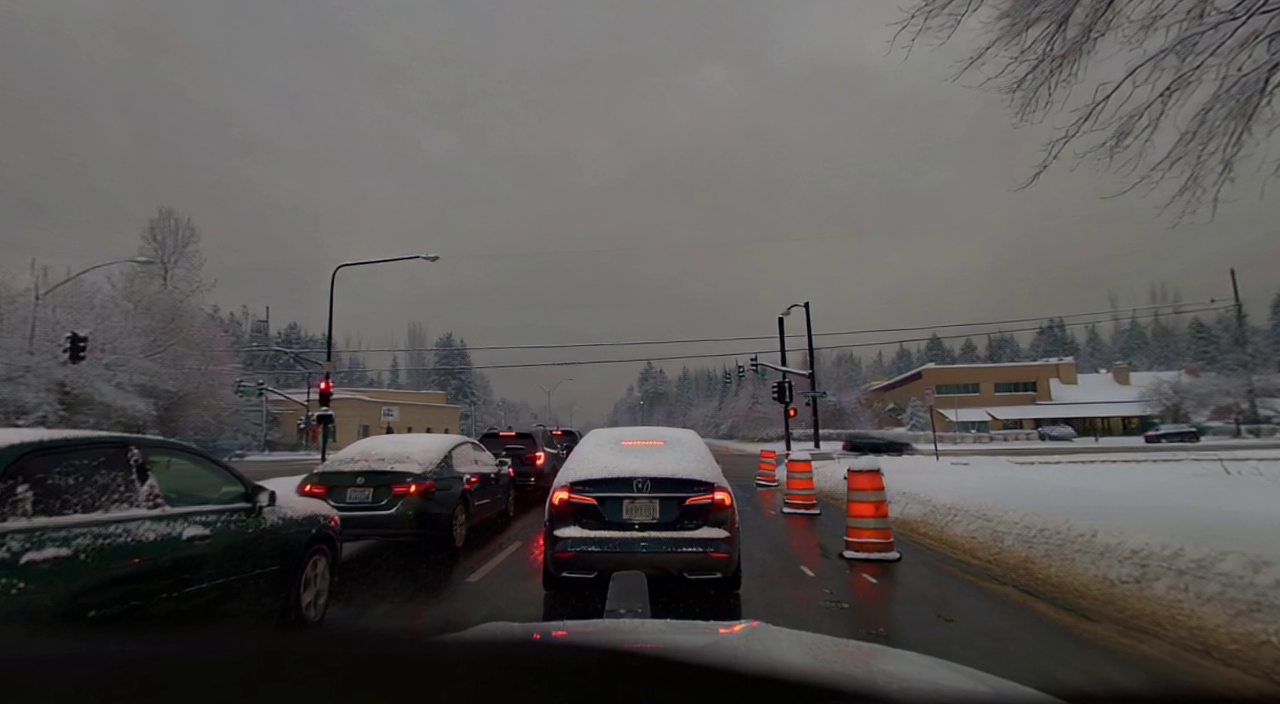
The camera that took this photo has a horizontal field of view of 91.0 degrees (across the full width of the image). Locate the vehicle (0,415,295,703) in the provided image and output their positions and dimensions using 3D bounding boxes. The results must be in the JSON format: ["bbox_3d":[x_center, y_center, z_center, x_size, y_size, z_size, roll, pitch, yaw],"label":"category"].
[{"bbox_3d":[-3.593,0.947,2.162,2.064,1.497,4.722,0,-9,1],"label":"vehicle"}]

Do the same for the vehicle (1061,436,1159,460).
[{"bbox_3d":[30.502,6.242,40.934,4.807,1.504,1.837,0,-9,1],"label":"vehicle"}]

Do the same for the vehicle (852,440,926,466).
[{"bbox_3d":[16.074,6.513,40.790,4.051,1.583,1.794,0,-9,1],"label":"vehicle"}]

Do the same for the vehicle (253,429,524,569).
[{"bbox_3d":[-3.264,2.004,9.450,1.989,1.541,4.626,0,-9,2],"label":"vehicle"}]

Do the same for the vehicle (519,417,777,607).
[{"bbox_3d":[0.109,1.626,7.212,2.167,1.560,3.676,0,-9,1],"label":"vehicle"}]
